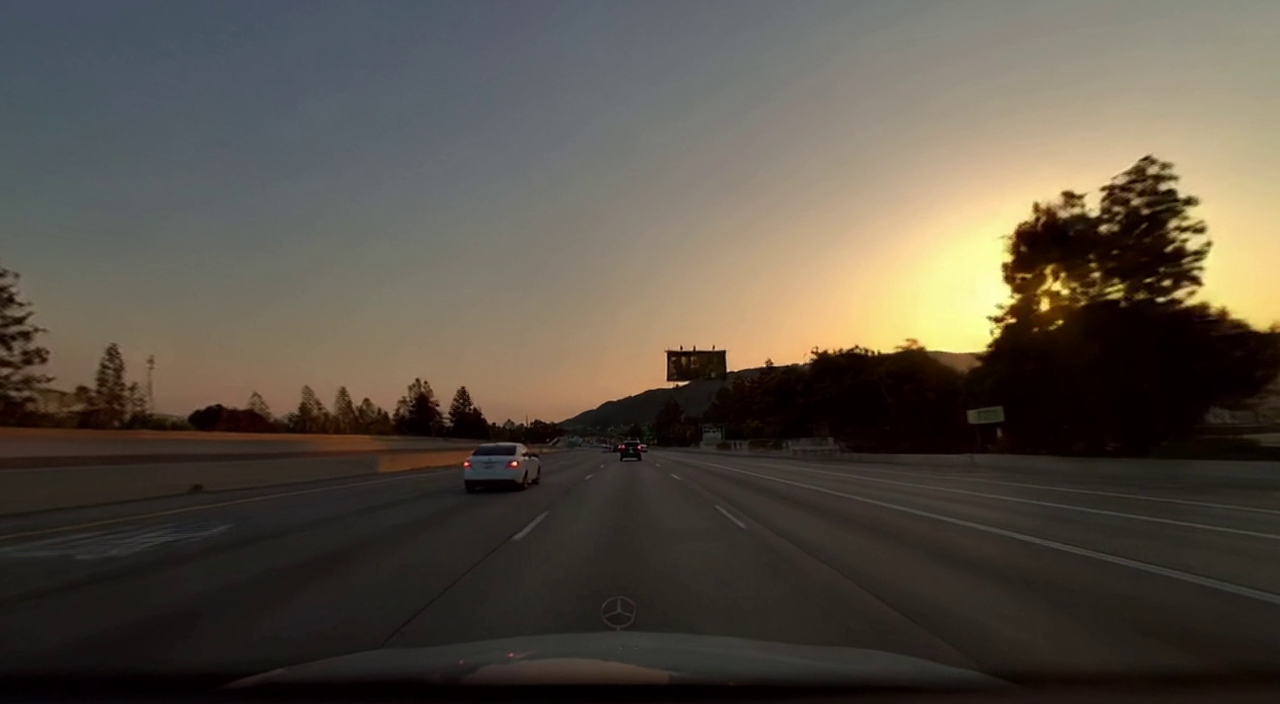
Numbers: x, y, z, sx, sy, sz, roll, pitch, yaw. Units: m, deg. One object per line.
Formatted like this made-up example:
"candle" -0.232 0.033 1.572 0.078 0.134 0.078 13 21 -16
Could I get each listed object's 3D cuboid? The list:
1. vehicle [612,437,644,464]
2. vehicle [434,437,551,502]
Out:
"vehicle" -0.872 7.356 47.191 2.269 1.924 4.596 0 -8 -1
"vehicle" -3.954 3.235 17.968 2.140 1.574 4.946 0 -8 0
